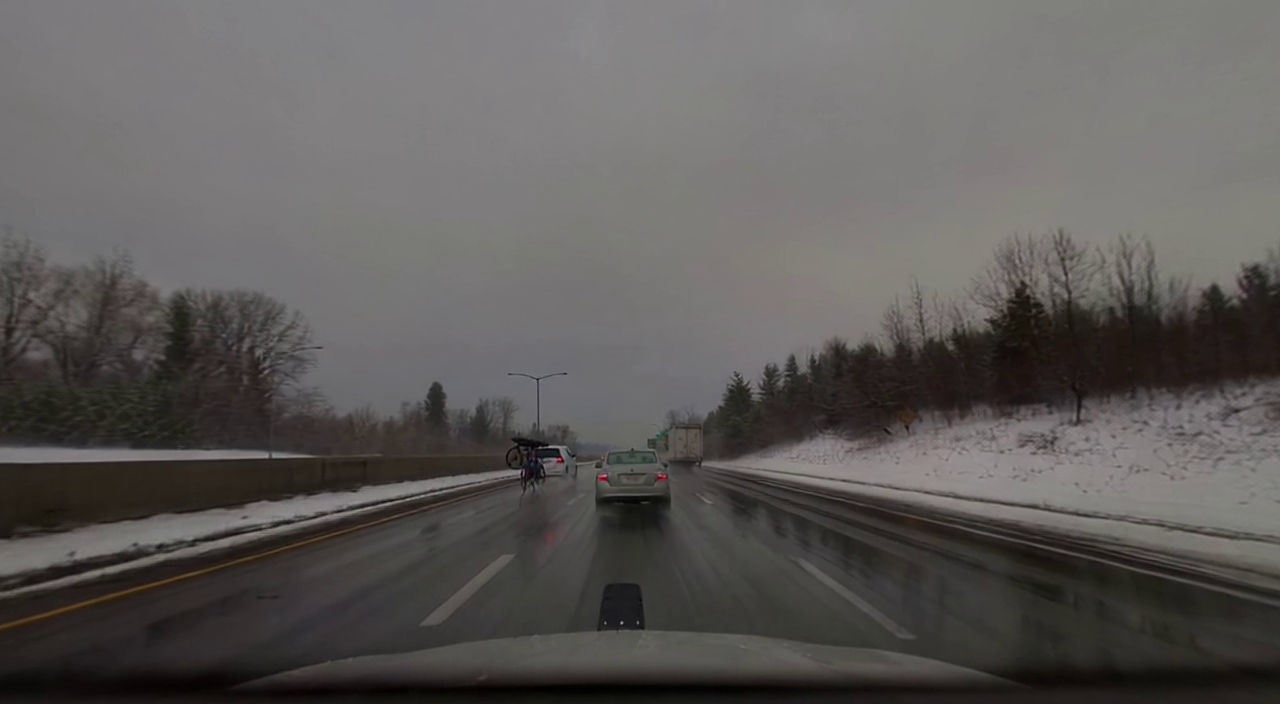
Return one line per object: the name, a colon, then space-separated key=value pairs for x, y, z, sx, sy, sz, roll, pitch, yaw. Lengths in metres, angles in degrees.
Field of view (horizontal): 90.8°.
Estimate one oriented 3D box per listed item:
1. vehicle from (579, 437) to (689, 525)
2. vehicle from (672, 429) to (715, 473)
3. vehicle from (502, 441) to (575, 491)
vehicle: x=-0.093 y=2.609 z=13.172 sx=1.973 sy=1.574 sz=3.426 roll=0 pitch=-9 yaw=1
vehicle: x=3.442 y=6.544 z=41.637 sx=2.234 sy=2.679 sz=5.372 roll=0 pitch=-9 yaw=-1
vehicle: x=-3.713 y=4.267 z=23.934 sx=1.985 sy=1.671 sz=4.604 roll=0 pitch=-9 yaw=1
